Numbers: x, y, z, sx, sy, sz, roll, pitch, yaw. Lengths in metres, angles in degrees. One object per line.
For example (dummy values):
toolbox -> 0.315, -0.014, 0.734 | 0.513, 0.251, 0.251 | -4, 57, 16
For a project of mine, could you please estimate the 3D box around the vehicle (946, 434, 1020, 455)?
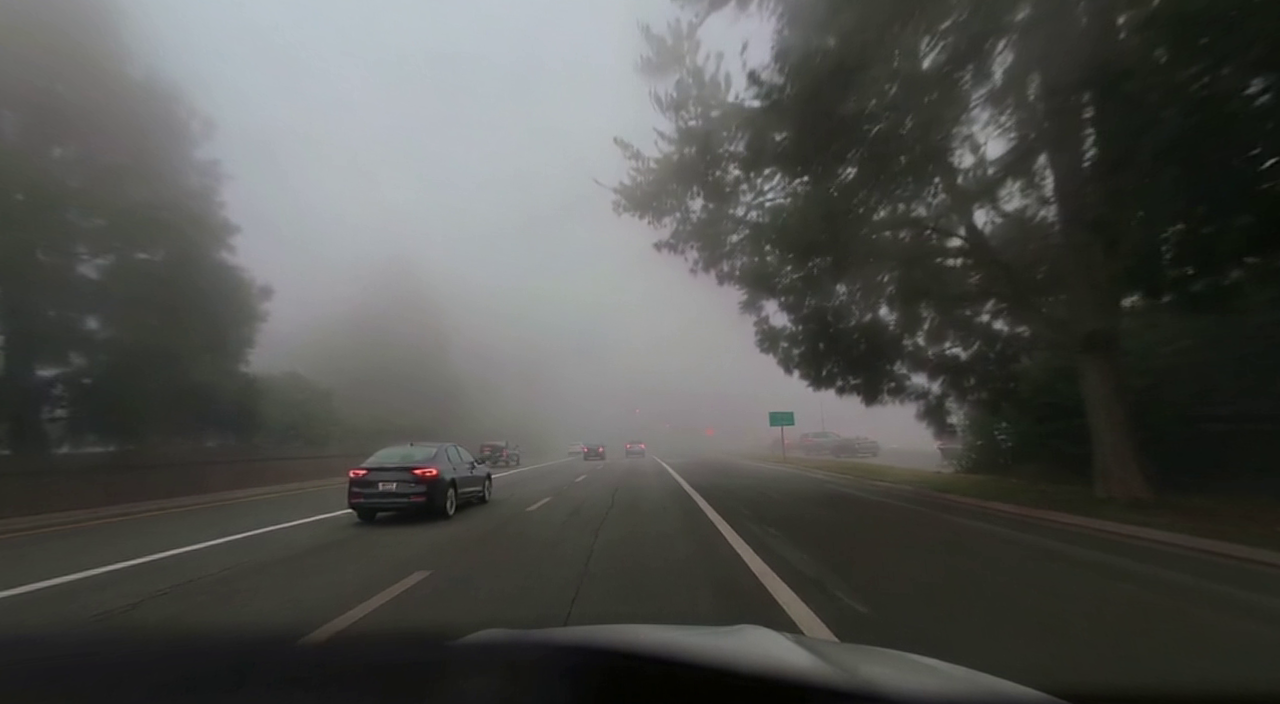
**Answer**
vehicle -> 24.972, 6.753, 46.181 | 4.528, 1.450, 1.889 | -4, -9, 25

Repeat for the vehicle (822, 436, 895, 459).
vehicle -> 14.735, 6.403, 42.550 | 4.505, 1.472, 2.020 | 4, -9, -27

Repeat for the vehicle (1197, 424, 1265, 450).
vehicle -> 40.008, 5.761, 42.731 | 4.191, 1.660, 2.091 | 5, -10, -30

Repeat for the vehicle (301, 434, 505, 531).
vehicle -> -4.170, 2.357, 12.110 | 1.920, 1.480, 4.549 | -1, -8, 3

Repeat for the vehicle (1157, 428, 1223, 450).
vehicle -> 40.226, 6.349, 46.176 | 3.959, 1.533, 1.964 | 4, -9, -23

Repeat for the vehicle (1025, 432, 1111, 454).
vehicle -> 29.526, 6.319, 43.753 | 4.650, 1.445, 1.982 | -5, -10, 28
